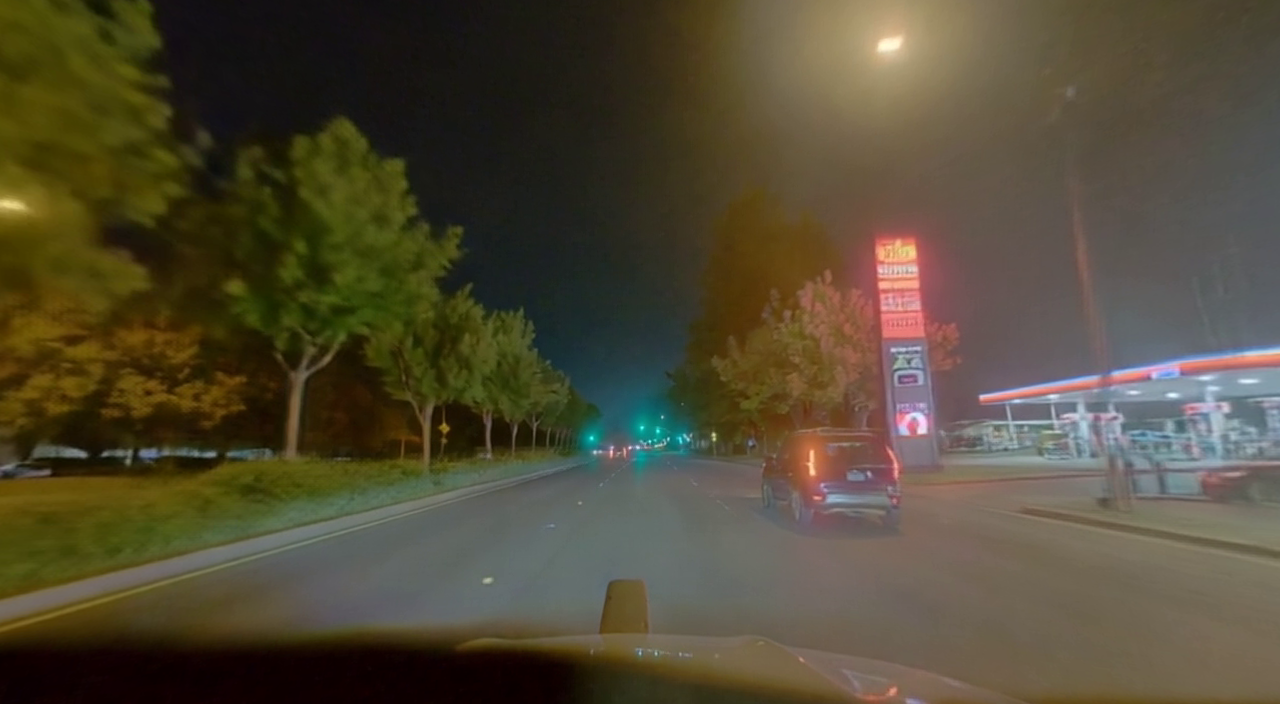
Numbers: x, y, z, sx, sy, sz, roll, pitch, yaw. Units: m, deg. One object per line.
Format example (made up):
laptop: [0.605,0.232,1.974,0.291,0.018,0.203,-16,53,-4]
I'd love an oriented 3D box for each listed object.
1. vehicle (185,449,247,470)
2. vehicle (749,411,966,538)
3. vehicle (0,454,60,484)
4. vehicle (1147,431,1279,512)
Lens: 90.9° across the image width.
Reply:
vehicle: [-31.842,8.080,47.432,3.408,1.370,1.770,-2,-8,0]
vehicle: [3.480,2.077,11.342,2.151,1.771,4.792,0,-8,0]
vehicle: [-31.964,5.830,31.477,4.149,1.418,1.899,-1,-8,1]
vehicle: [13.162,2.381,12.798,1.899,1.514,4.749,-2,-8,2]
